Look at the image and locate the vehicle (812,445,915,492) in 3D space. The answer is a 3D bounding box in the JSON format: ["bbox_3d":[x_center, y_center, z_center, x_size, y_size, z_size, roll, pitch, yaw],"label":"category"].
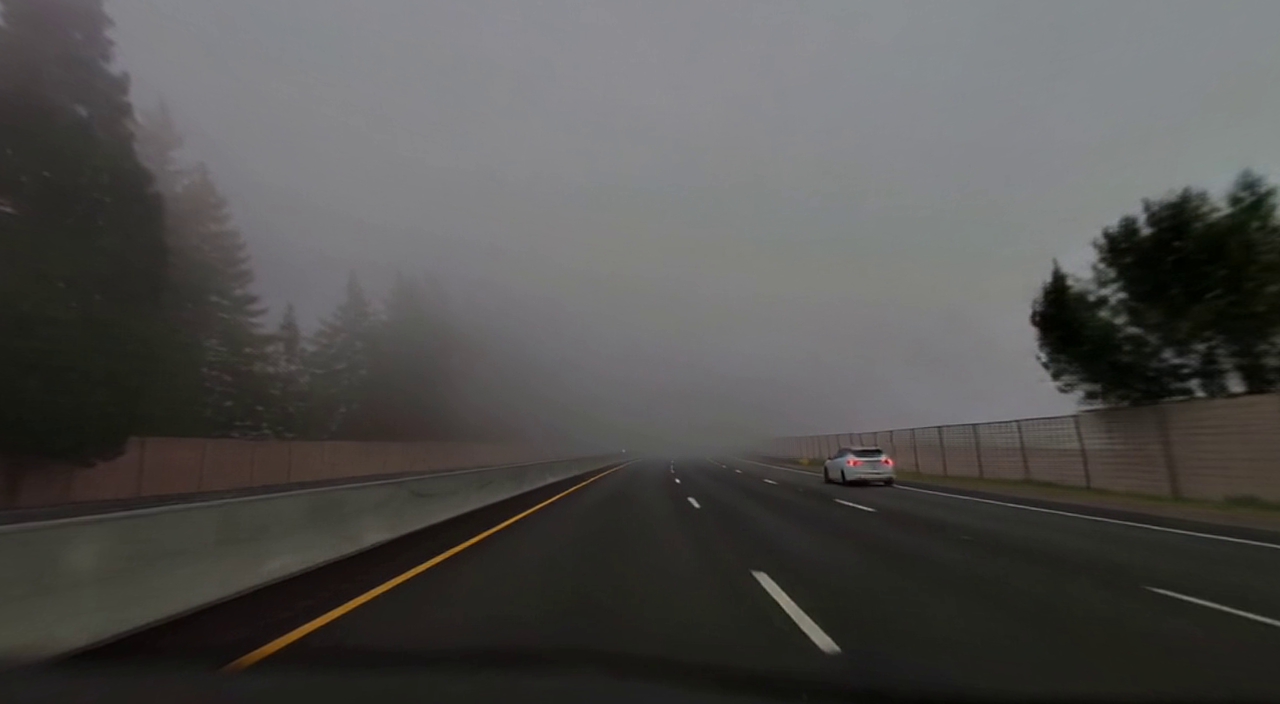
[{"bbox_3d":[7.804,4.090,22.461,1.983,1.486,4.545,-1,-9,0],"label":"vehicle"}]
